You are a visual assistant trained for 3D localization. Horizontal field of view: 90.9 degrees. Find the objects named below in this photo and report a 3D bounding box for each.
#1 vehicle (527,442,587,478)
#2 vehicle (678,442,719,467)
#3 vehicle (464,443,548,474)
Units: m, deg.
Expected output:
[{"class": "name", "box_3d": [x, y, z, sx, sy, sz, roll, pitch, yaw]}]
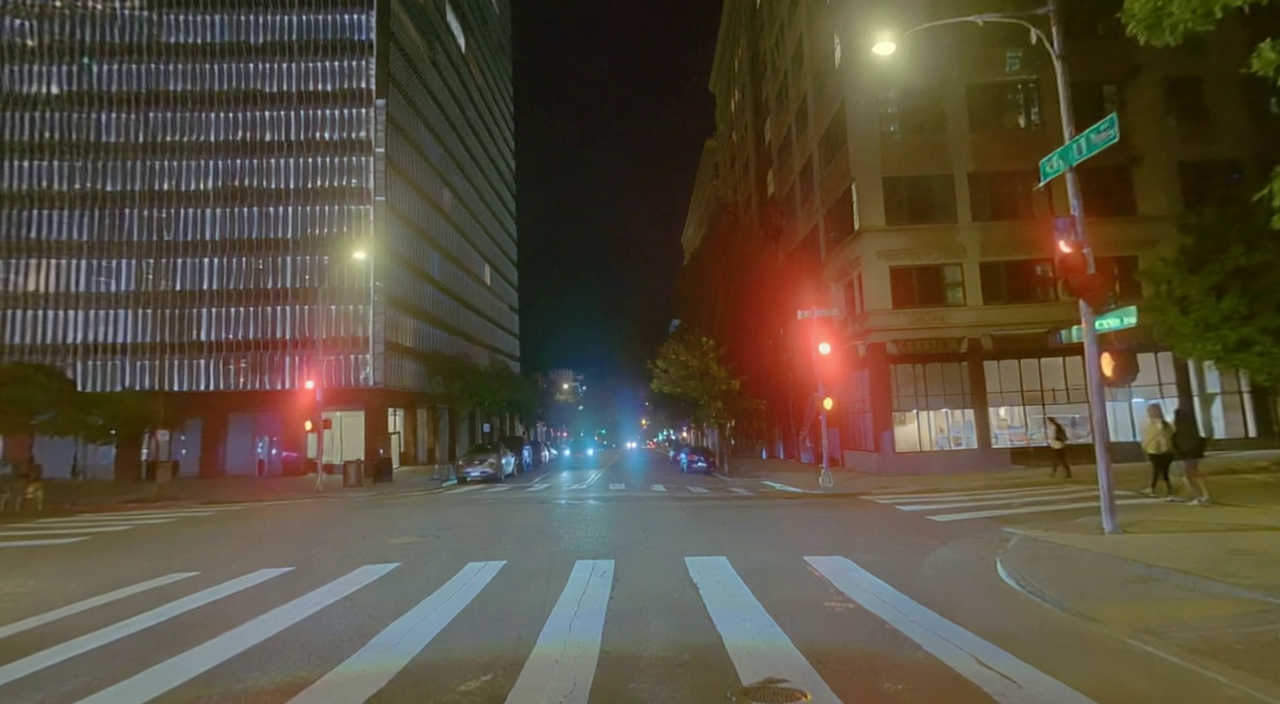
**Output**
[{"class": "vehicle", "box_3d": [-3.666, 4.847, 28.637, 1.989, 1.481, 4.500, 0, -8, 1]}, {"class": "vehicle", "box_3d": [3.539, 6.275, 38.859, 1.853, 1.426, 4.160, 1, -8, -3]}, {"class": "vehicle", "box_3d": [-8.021, 6.366, 38.019, 4.526, 1.726, 1.963, 8, -12, -44]}]
